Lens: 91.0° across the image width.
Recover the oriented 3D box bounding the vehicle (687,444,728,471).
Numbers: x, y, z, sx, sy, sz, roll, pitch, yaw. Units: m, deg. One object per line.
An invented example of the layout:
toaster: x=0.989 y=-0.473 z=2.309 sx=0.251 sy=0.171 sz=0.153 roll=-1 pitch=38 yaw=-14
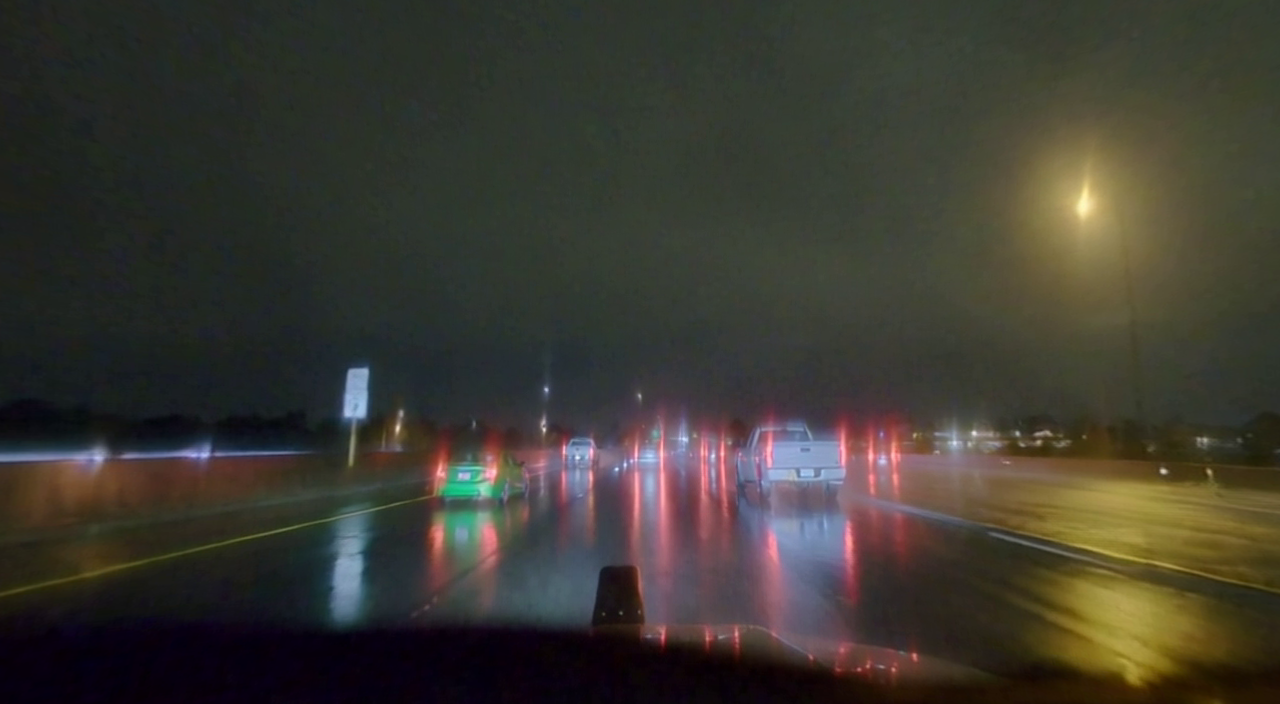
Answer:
vehicle: x=4.297 y=6.812 z=40.885 sx=2.145 sy=1.636 sz=4.437 roll=0 pitch=-9 yaw=-1

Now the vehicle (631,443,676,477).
vehicle: x=0.649 y=5.389 z=31.726 sx=2.147 sy=1.572 sz=4.094 roll=0 pitch=-9 yaw=0

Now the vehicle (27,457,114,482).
vehicle: x=-37.813 y=7.783 z=41.955 sx=1.783 sy=1.502 sz=4.285 roll=0 pitch=-9 yaw=1

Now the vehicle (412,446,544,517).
vehicle: x=-3.636 y=2.973 z=15.024 sx=1.947 sy=1.424 sz=4.264 roll=0 pitch=-9 yaw=1

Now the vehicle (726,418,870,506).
vehicle: x=3.883 y=2.867 z=16.787 sx=2.340 sy=1.925 sz=5.529 roll=0 pitch=-9 yaw=-1

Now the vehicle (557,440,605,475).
vehicle: x=-3.258 y=5.935 z=35.646 sx=2.176 sy=1.783 sz=4.799 roll=0 pitch=-9 yaw=1
